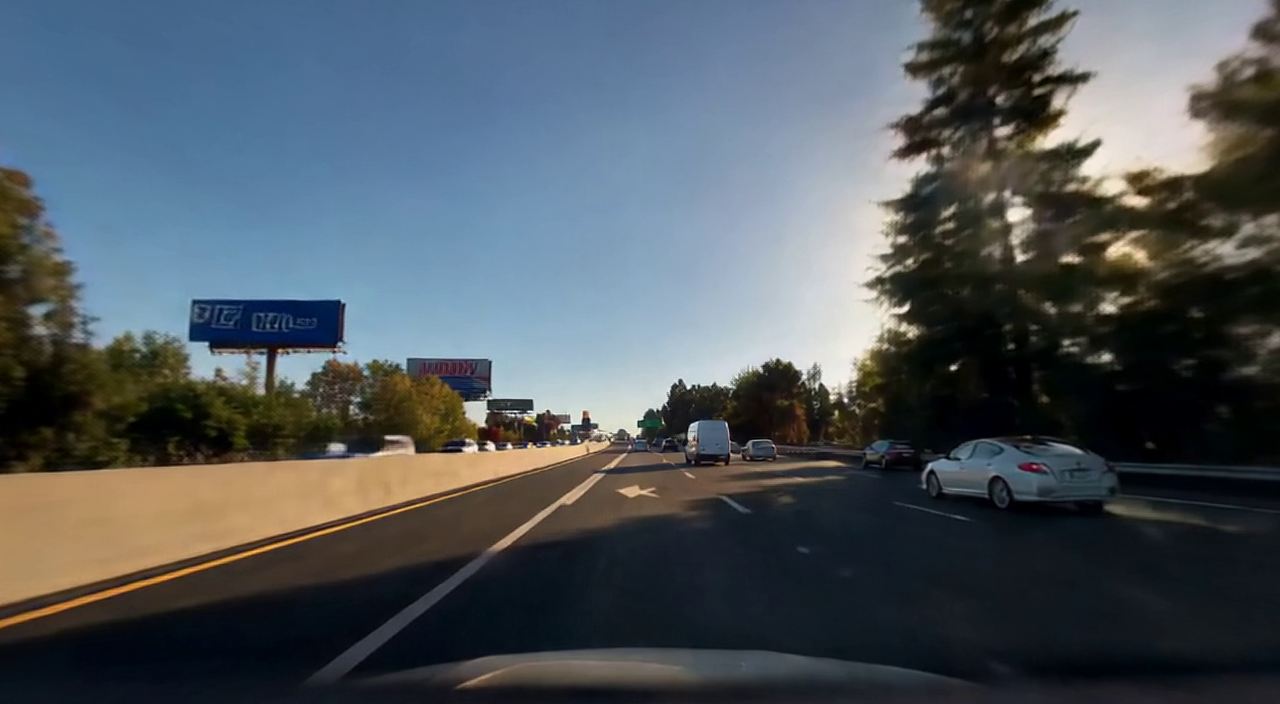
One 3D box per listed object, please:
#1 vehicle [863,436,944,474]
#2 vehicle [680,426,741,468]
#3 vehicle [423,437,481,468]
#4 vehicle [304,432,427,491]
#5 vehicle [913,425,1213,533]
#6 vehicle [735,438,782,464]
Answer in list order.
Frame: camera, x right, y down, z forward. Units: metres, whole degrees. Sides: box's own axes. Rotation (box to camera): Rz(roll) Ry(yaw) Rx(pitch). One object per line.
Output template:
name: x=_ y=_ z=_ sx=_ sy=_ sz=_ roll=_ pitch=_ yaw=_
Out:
vehicle: x=11.324 y=4.447 z=27.297 sx=1.874 sy=1.496 sz=3.586 roll=0 pitch=-8 yaw=-1
vehicle: x=3.699 y=5.194 z=34.292 sx=2.546 sy=2.087 sz=5.404 roll=0 pitch=-8 yaw=-2
vehicle: x=-13.737 y=7.388 z=46.326 sx=2.442 sy=2.115 sz=5.788 roll=0 pitch=-8 yaw=0
vehicle: x=-10.025 y=4.013 z=23.516 sx=2.328 sy=1.850 sz=5.141 roll=-2 pitch=-8 yaw=0
vehicle: x=7.094 y=2.166 z=11.417 sx=2.003 sy=1.517 sz=4.936 roll=0 pitch=-8 yaw=0
vehicle: x=7.245 y=6.116 z=38.806 sx=2.099 sy=1.510 sz=3.784 roll=0 pitch=-8 yaw=-1
